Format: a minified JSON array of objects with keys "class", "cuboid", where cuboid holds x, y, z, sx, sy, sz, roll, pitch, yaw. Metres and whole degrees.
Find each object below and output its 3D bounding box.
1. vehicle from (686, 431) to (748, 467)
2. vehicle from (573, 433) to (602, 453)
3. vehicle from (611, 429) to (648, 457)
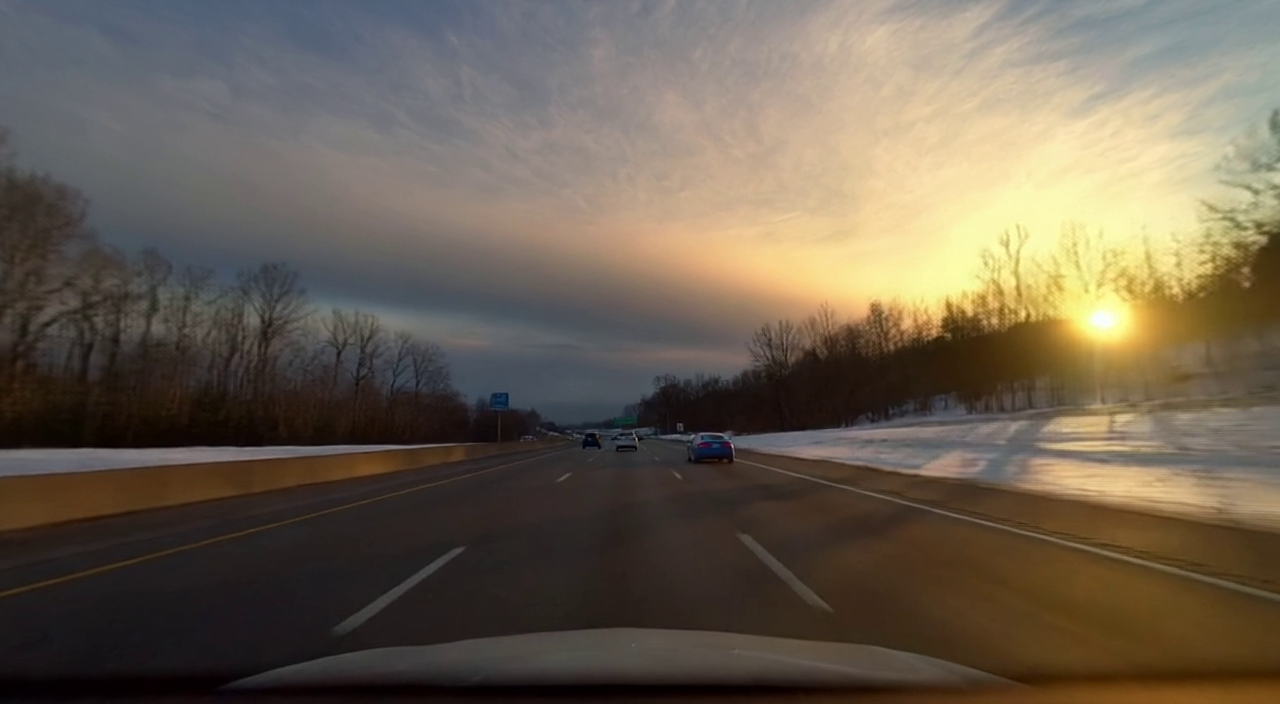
[{"class":"vehicle","cuboid":[3.382,4.338,28.479,2.056,1.479,4.660,0,-8,-2]},{"class":"vehicle","cuboid":[-4.087,7.169,49.760,2.041,1.546,4.080,0,-8,-1]},{"class":"vehicle","cuboid":[-0.658,5.708,39.529,2.182,1.680,4.253,0,-8,-1]}]
